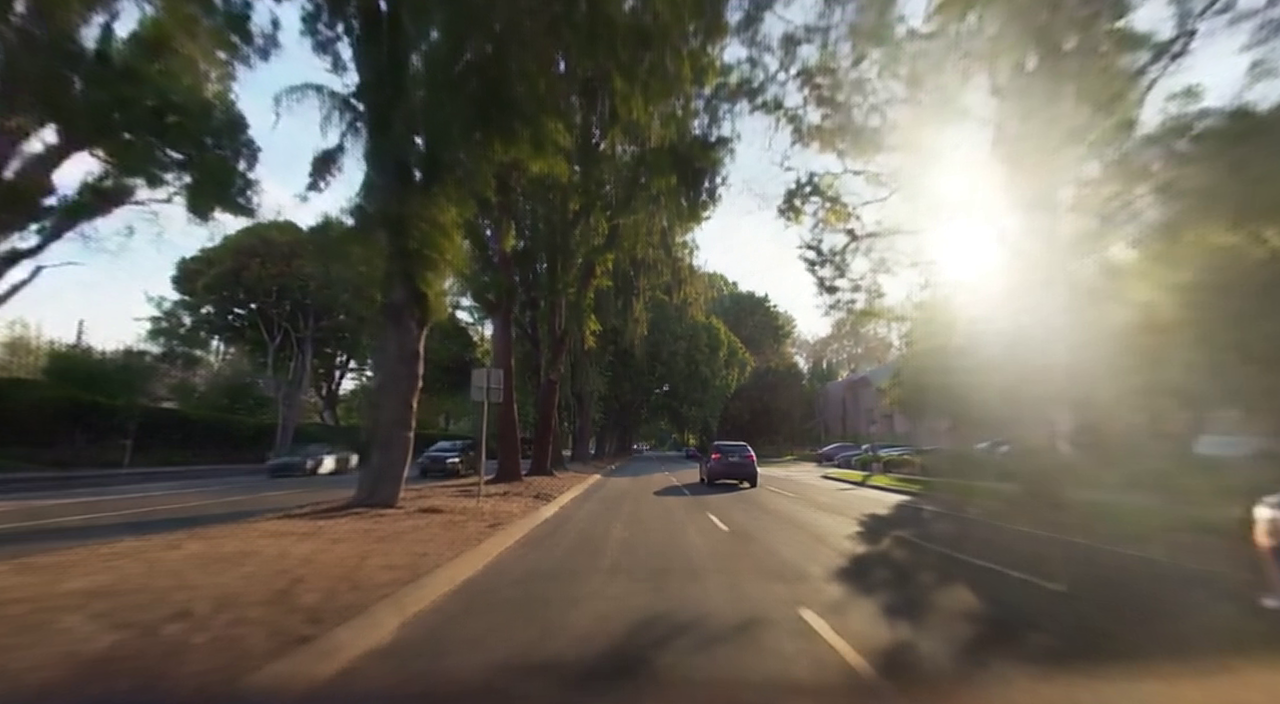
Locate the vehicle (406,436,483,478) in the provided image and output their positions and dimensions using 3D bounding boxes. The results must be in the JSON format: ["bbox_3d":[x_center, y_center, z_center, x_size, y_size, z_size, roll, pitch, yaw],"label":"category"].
[{"bbox_3d":[-8.569,4.629,28.046,2.070,1.703,4.301,0,-8,0],"label":"vehicle"}]

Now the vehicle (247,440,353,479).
[{"bbox_3d":[-14.408,4.558,27.022,2.094,1.504,4.283,0,-8,1],"label":"vehicle"}]

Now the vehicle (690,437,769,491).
[{"bbox_3d":[3.037,3.912,22.453,2.108,1.712,4.616,0,-8,-1],"label":"vehicle"}]
